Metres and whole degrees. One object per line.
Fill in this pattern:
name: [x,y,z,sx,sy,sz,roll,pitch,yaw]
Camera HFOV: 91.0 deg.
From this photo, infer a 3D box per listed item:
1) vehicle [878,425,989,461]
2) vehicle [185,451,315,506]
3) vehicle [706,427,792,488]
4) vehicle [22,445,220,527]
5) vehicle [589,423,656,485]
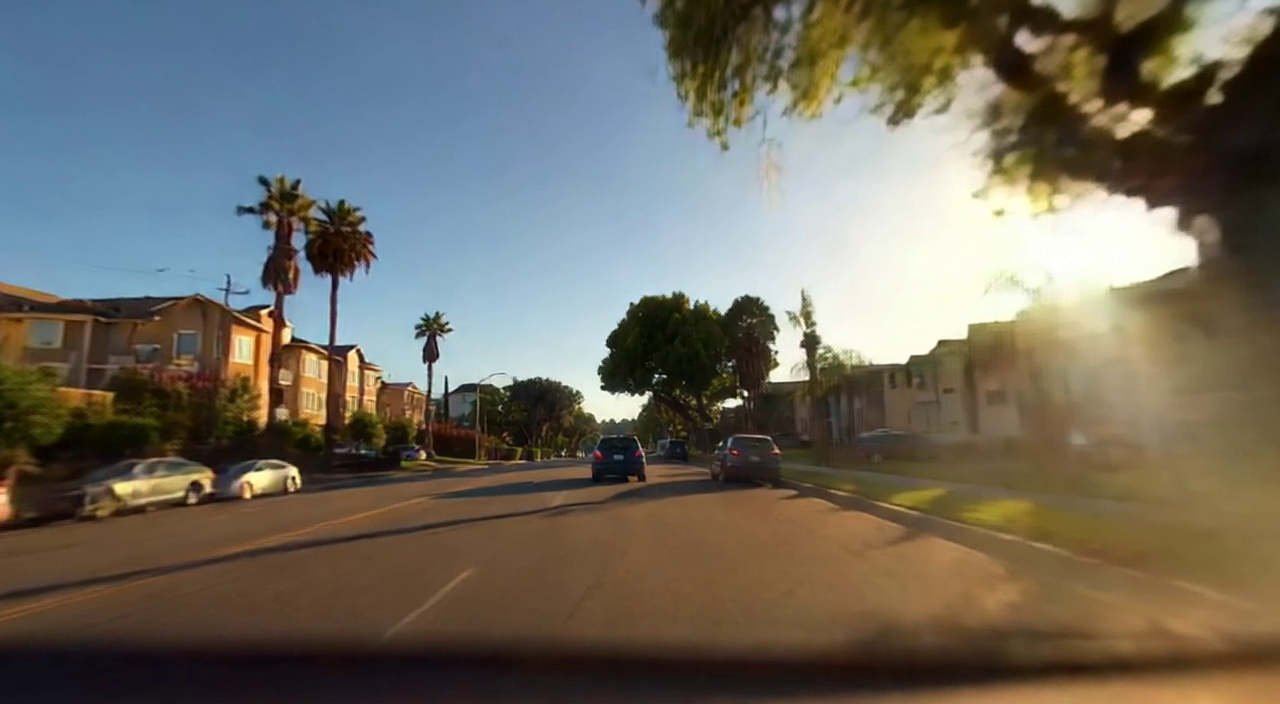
vehicle: [14.004,4.363,30.242,4.238,1.621,2.067,-1,-8,-1]
vehicle: [-14.081,4.537,23.099,1.877,1.443,4.677,-4,-6,-1]
vehicle: [3.403,3.356,20.337,1.949,1.685,4.161,2,-8,-1]
vehicle: [-13.985,3.558,17.377,1.890,1.640,4.320,-4,-6,-1]
vehicle: [-0.539,3.414,21.480,1.994,1.810,5.057,-1,-8,0]
